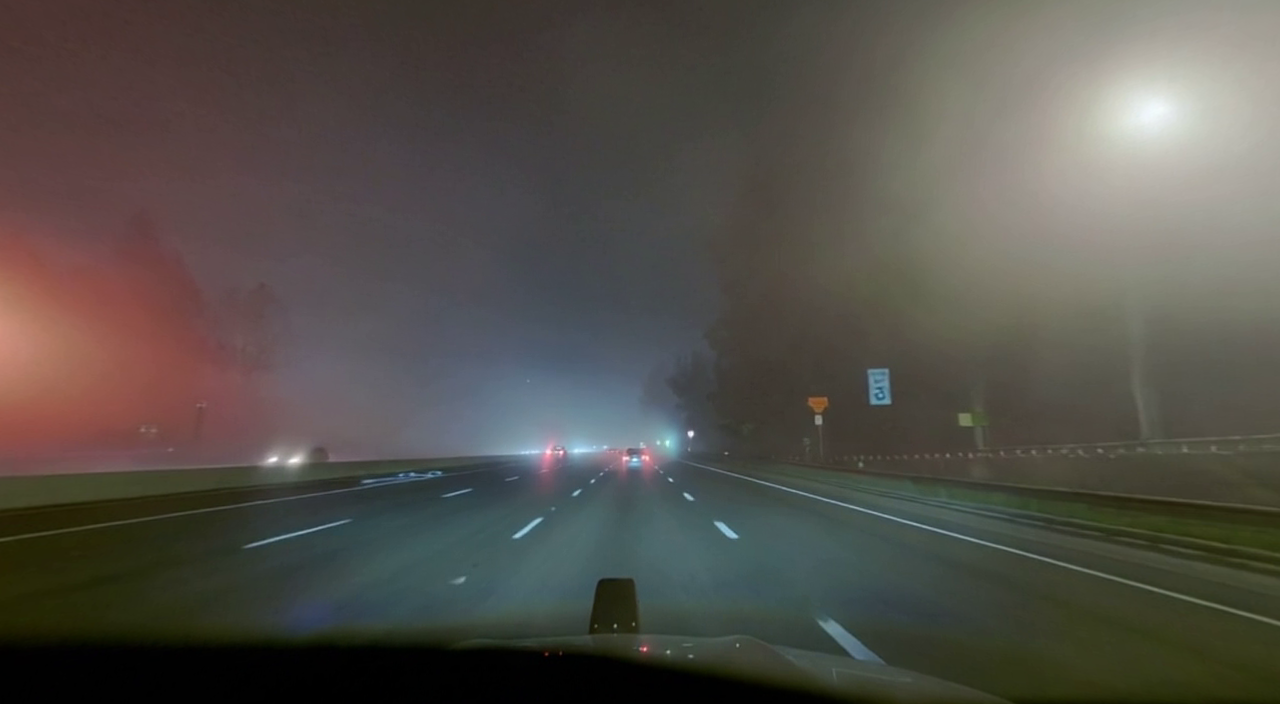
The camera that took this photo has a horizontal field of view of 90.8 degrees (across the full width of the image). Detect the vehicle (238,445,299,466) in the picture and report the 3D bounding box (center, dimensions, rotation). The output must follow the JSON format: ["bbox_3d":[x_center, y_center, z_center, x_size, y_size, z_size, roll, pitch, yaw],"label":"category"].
[{"bbox_3d":[-27.422,7.650,46.812,1.763,1.483,4.398,0,-9,0],"label":"vehicle"}]

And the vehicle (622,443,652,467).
[{"bbox_3d":[-0.249,7.544,46.402,2.109,1.638,3.856,0,-9,0],"label":"vehicle"}]
